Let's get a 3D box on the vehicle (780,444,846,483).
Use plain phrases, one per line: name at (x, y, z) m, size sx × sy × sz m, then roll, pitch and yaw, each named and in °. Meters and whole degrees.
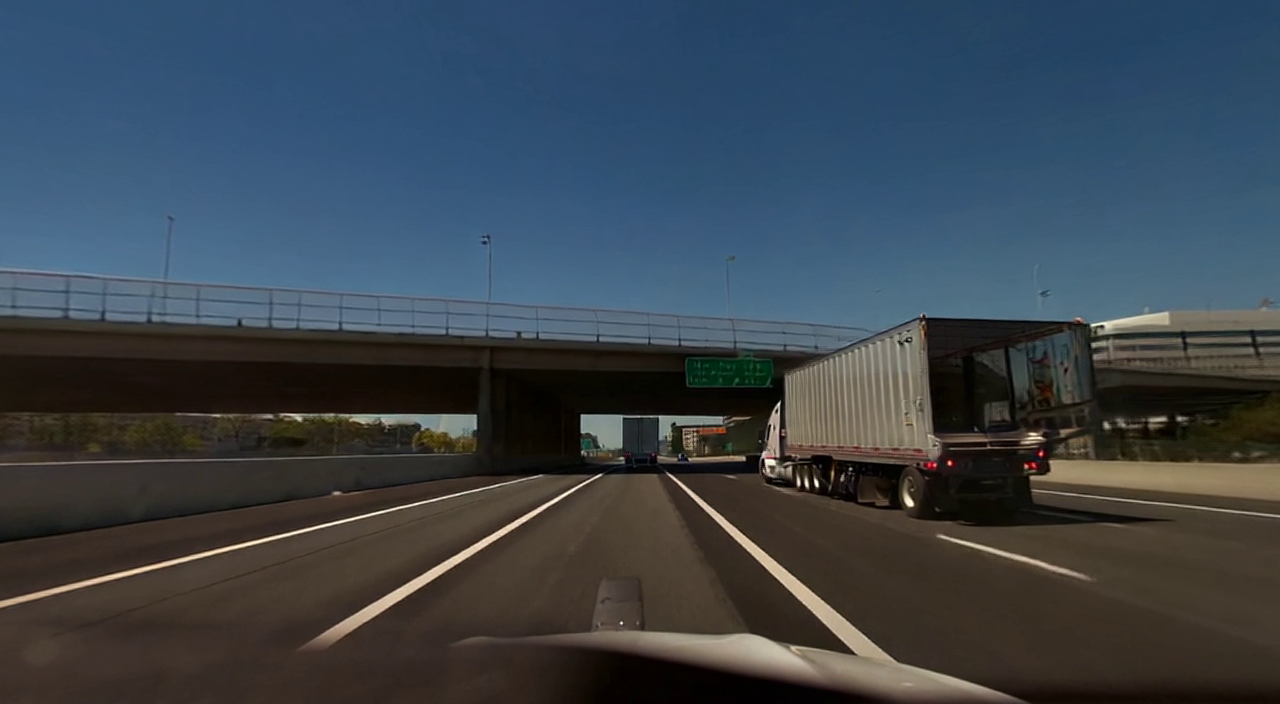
vehicle at (7.225, 4.691, 26.702) m, size 1.687 × 1.503 × 3.688 m, roll 0°, pitch -9°, yaw 0°
